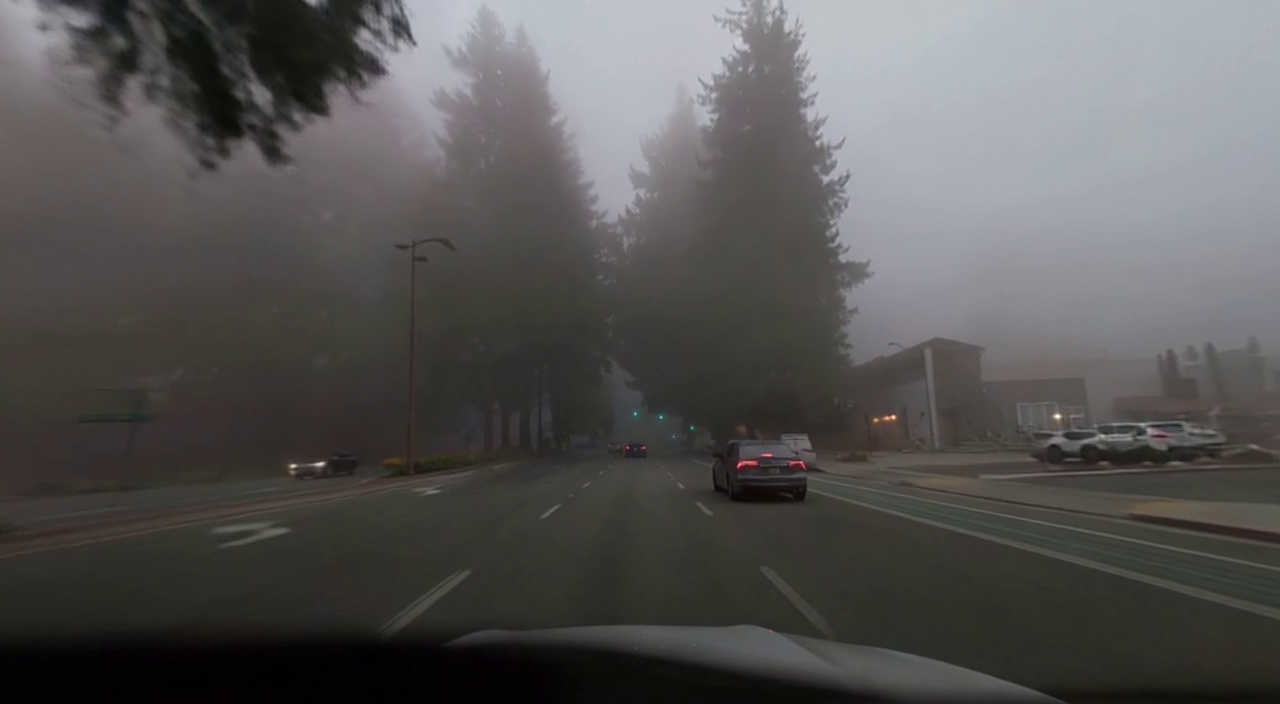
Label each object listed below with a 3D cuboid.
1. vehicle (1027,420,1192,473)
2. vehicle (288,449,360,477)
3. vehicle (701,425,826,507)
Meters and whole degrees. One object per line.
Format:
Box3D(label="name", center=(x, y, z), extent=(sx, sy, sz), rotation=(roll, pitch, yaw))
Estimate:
Box3D(label="vehicle", center=(17.426, 3.573, 23.820), extent=(2.131, 1.782, 5.183), rotation=(0, -8, -2))
Box3D(label="vehicle", center=(-17.903, 6.294, 35.958), extent=(1.865, 1.452, 4.504), rotation=(0, -8, -1))
Box3D(label="vehicle", center=(2.724, 2.627, 14.904), extent=(2.022, 1.656, 4.025), rotation=(0, -8, -2))
